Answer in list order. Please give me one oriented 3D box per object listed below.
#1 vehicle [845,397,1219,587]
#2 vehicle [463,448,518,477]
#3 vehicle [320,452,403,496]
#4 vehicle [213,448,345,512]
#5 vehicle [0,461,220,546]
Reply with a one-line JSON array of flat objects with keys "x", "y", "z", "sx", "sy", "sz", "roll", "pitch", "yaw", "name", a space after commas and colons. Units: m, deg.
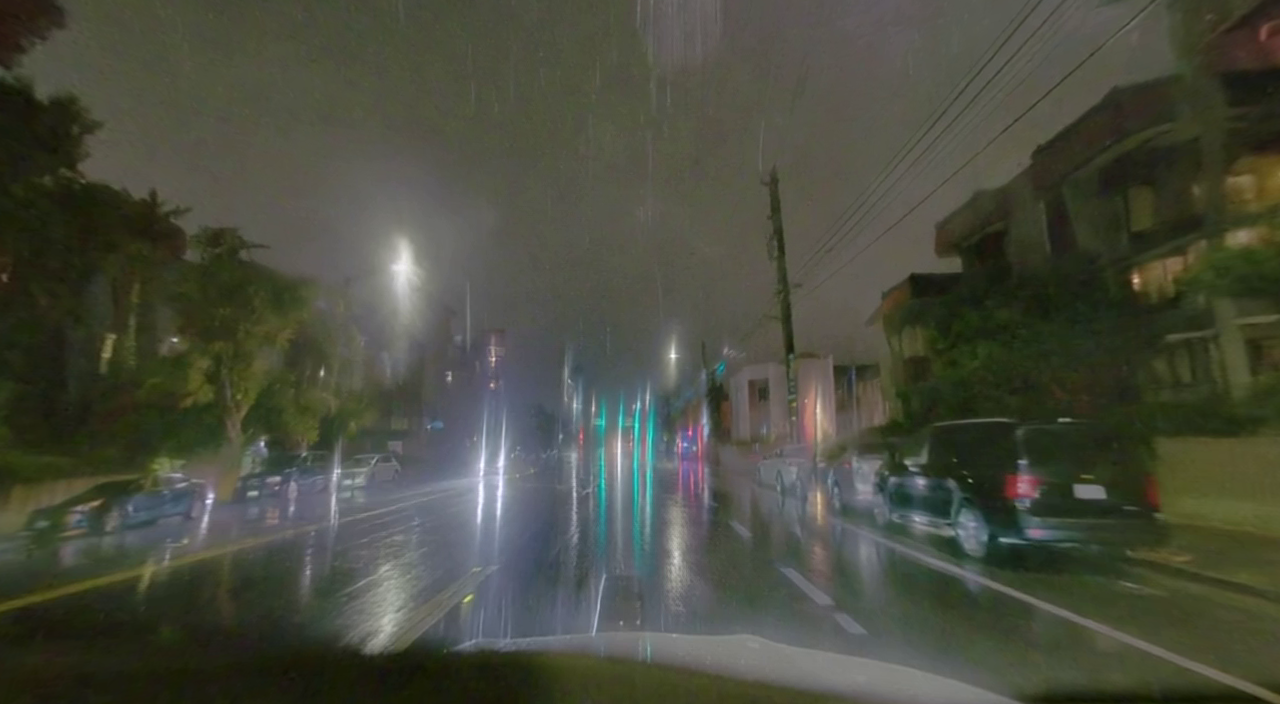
[{"x": 4.640, "y": 1.733, "z": 8.680, "sx": 2.068, "sy": 1.852, "sz": 4.796, "roll": 0, "pitch": -8, "yaw": 0, "name": "vehicle"}, {"x": -8.104, "y": 6.002, "z": 34.681, "sx": 1.952, "sy": 1.477, "sz": 4.128, "roll": 0, "pitch": -8, "yaw": 1, "name": "vehicle"}, {"x": -12.478, "y": 5.461, "z": 28.657, "sx": 1.920, "sy": 1.629, "sz": 4.599, "roll": -2, "pitch": -8, "yaw": -3, "name": "vehicle"}, {"x": -12.542, "y": 4.418, "z": 22.398, "sx": 2.036, "sy": 1.819, "sz": 4.626, "roll": -3, "pitch": -7, "yaw": 0, "name": "vehicle"}, {"x": -12.345, "y": 3.461, "z": 15.049, "sx": 1.821, "sy": 1.459, "sz": 4.295, "roll": -2, "pitch": -7, "yaw": -1, "name": "vehicle"}]
